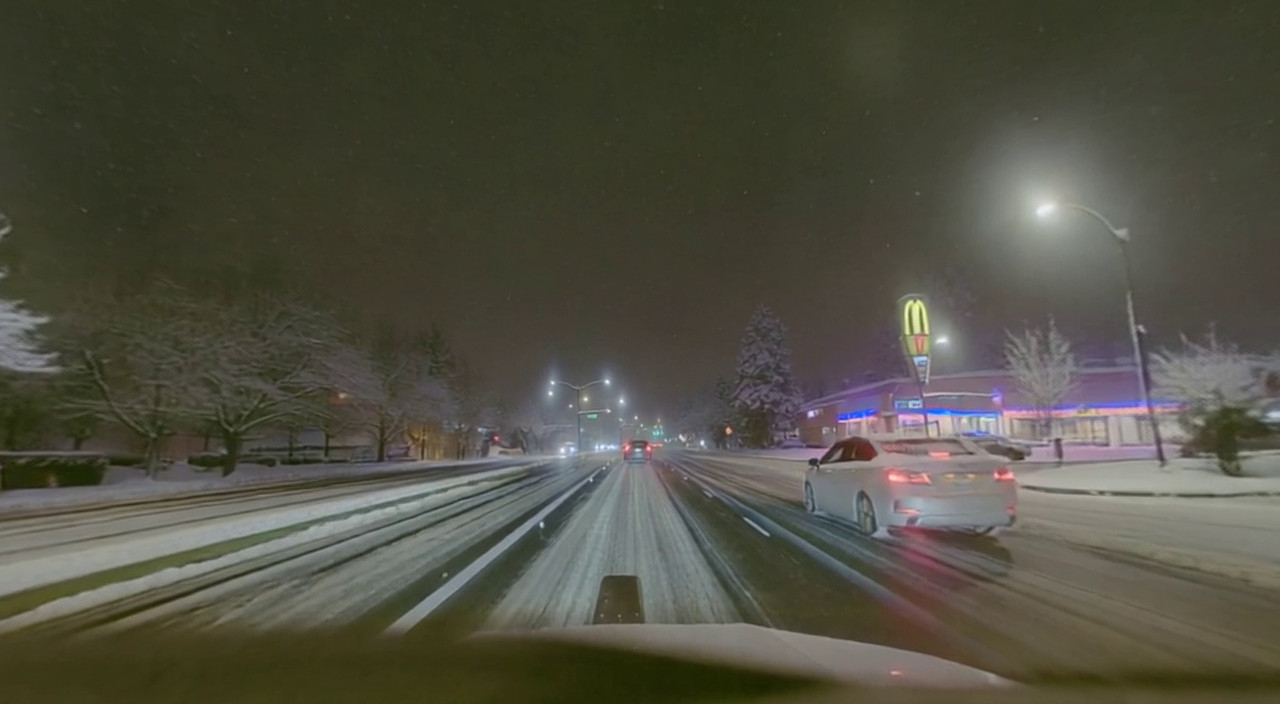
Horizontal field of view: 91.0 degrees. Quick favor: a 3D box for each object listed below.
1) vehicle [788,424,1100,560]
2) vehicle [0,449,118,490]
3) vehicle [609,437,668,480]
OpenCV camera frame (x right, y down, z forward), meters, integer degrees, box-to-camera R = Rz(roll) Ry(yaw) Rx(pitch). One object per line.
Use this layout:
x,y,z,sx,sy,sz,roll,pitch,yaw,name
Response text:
3.884,1.880,9.276,2.153,1.456,4.705,0,-8,-1,vehicle
-27.394,5.393,29.086,4.698,1.780,2.032,0,-8,1,vehicle
-0.087,3.908,23.404,1.998,1.452,3.773,0,-8,-1,vehicle
